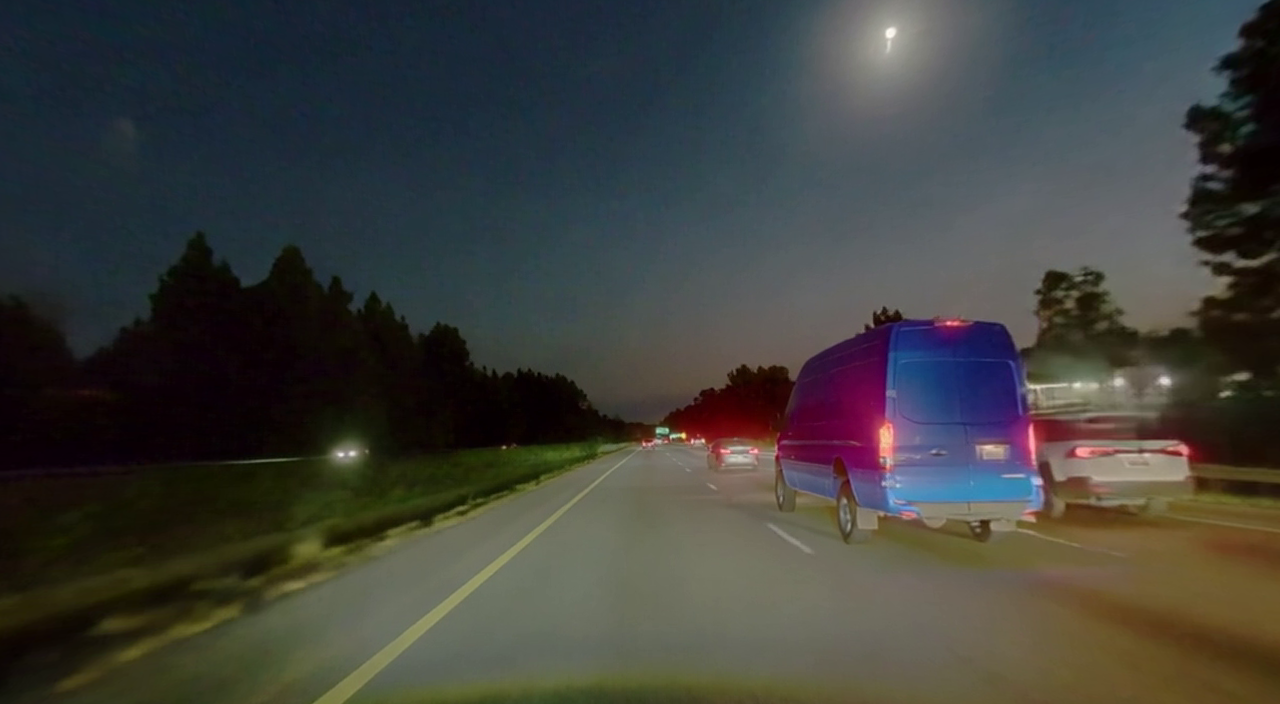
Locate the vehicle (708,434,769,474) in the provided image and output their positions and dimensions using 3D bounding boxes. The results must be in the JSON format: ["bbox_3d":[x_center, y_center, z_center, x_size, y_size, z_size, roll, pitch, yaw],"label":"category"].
[{"bbox_3d":[4.389,4.643,28.846,2.034,1.651,4.342,0,-8,-1],"label":"vehicle"}]

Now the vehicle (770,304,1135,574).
[{"bbox_3d":[3.673,1.263,9.238,2.302,2.670,5.912,0,-8,1],"label":"vehicle"}]

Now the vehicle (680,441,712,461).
[{"bbox_3d":[4.265,7.588,48.357,2.050,1.448,4.123,0,-8,-1],"label":"vehicle"}]
